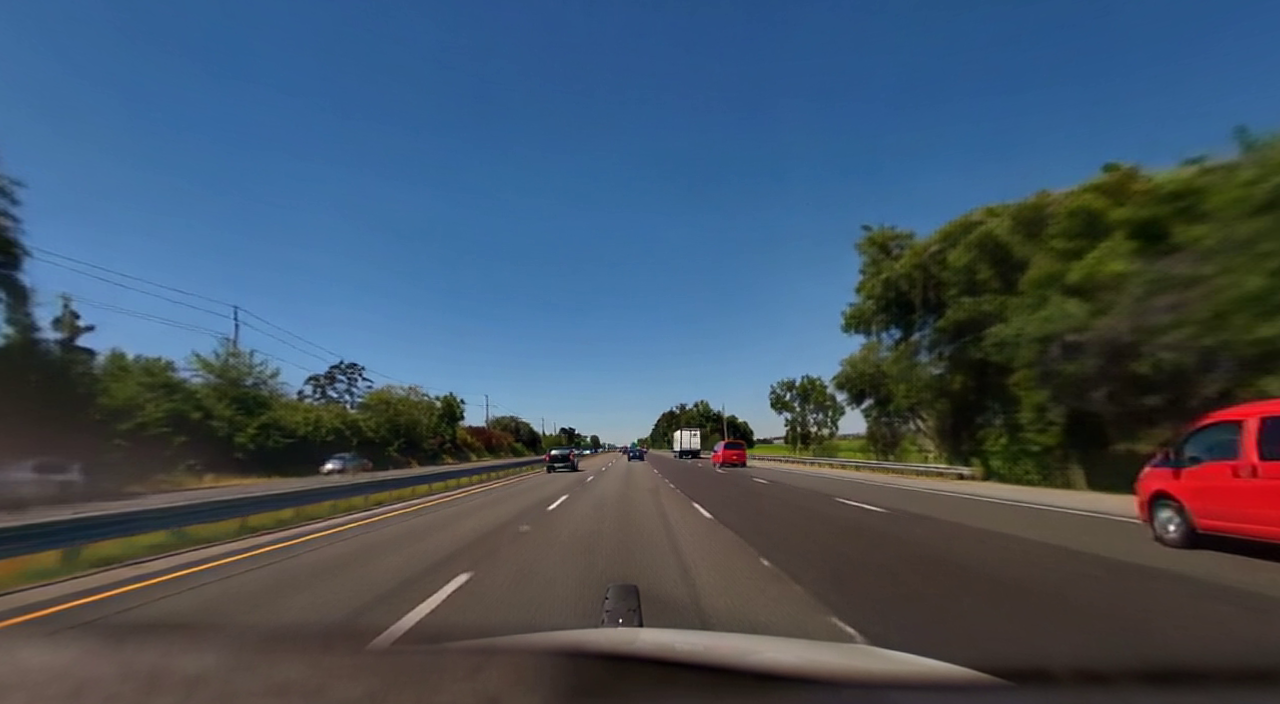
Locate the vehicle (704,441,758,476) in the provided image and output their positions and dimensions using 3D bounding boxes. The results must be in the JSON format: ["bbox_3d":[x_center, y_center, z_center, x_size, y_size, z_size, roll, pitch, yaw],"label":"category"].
[{"bbox_3d":[4.598,5.449,32.452,2.069,1.625,4.832,0,-9,0],"label":"vehicle"}]

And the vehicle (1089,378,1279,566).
[{"bbox_3d":[7.724,1.260,6.678,2.133,1.933,4.986,0,-9,-1],"label":"vehicle"}]

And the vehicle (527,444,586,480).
[{"bbox_3d":[-3.850,5.197,29.896,2.160,1.530,4.500,0,-9,0],"label":"vehicle"}]
